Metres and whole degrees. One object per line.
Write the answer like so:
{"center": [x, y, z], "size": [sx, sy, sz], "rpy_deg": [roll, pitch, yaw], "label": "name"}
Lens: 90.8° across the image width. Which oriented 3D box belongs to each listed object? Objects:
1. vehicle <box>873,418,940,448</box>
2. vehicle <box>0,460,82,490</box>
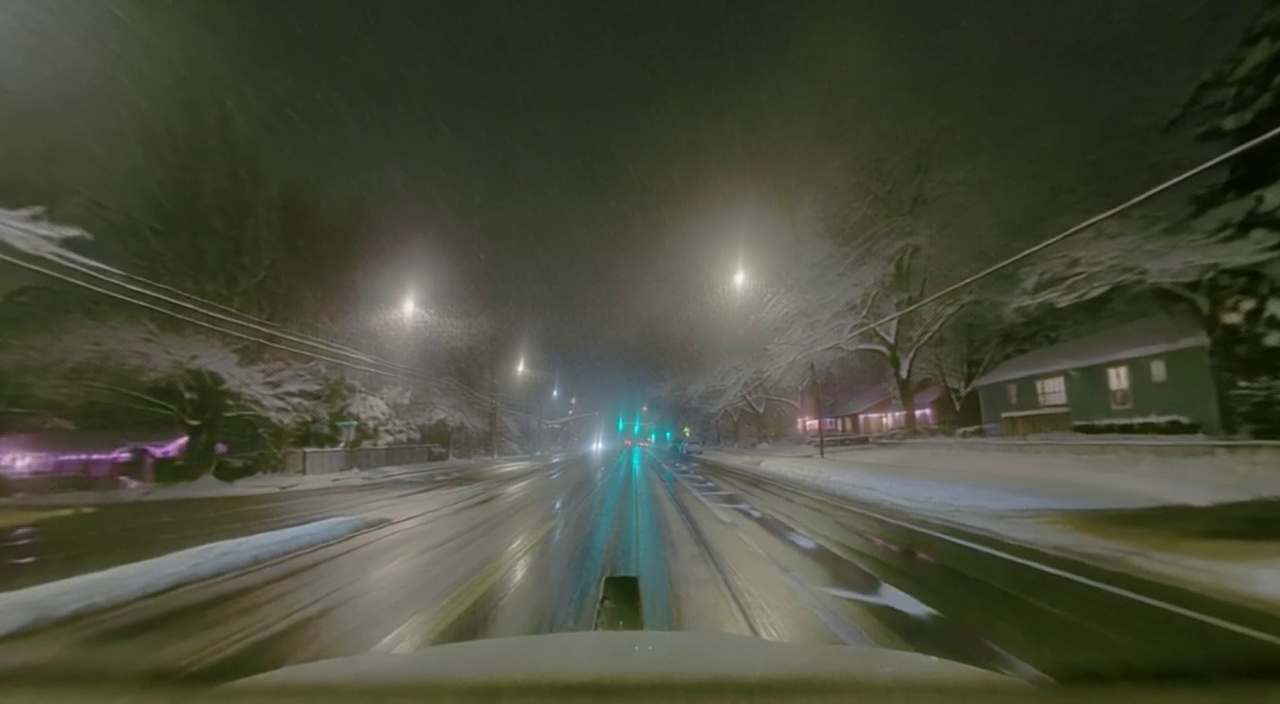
{"center": [15.017, 4.629, 35.875], "size": [1.908, 1.610, 4.582], "rpy_deg": [0, -8, 2], "label": "vehicle"}
{"center": [-34.132, 6.884, 35.631], "size": [1.774, 1.430, 4.131], "rpy_deg": [0, -8, -5], "label": "vehicle"}
